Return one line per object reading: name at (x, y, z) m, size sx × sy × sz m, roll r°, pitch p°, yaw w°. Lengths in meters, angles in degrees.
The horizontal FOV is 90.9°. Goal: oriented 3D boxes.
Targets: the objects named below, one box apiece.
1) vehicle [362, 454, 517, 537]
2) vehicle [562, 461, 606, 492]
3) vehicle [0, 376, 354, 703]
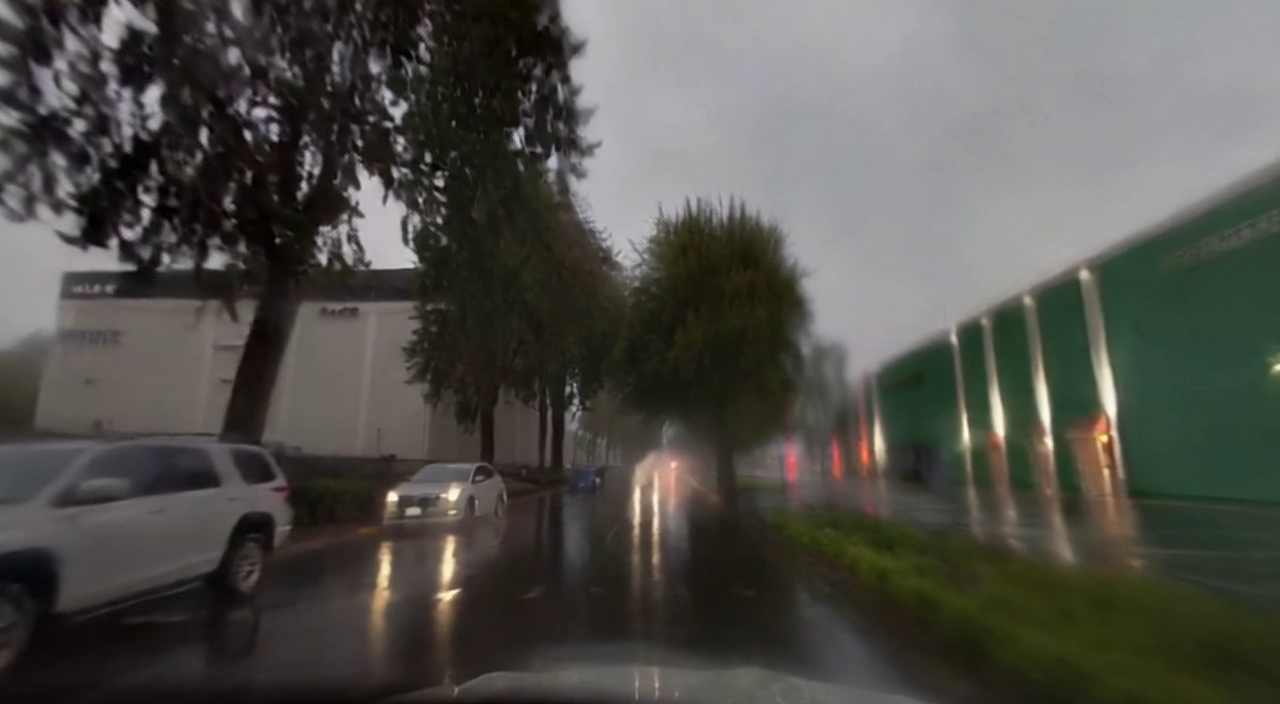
vehicle at (-4.247, 3.103, 14.126) m, size 1.903 × 1.542 × 4.115 m, roll -1°, pitch -10°, yaw 3°
vehicle at (-3.068, 6.914, 35.316) m, size 2.011 × 1.596 × 3.760 m, roll -1°, pitch -10°, yaw 1°
vehicle at (-4.469, 1.314, 5.061) m, size 2.022 × 1.776 × 4.625 m, roll -1°, pitch -10°, yaw 2°
